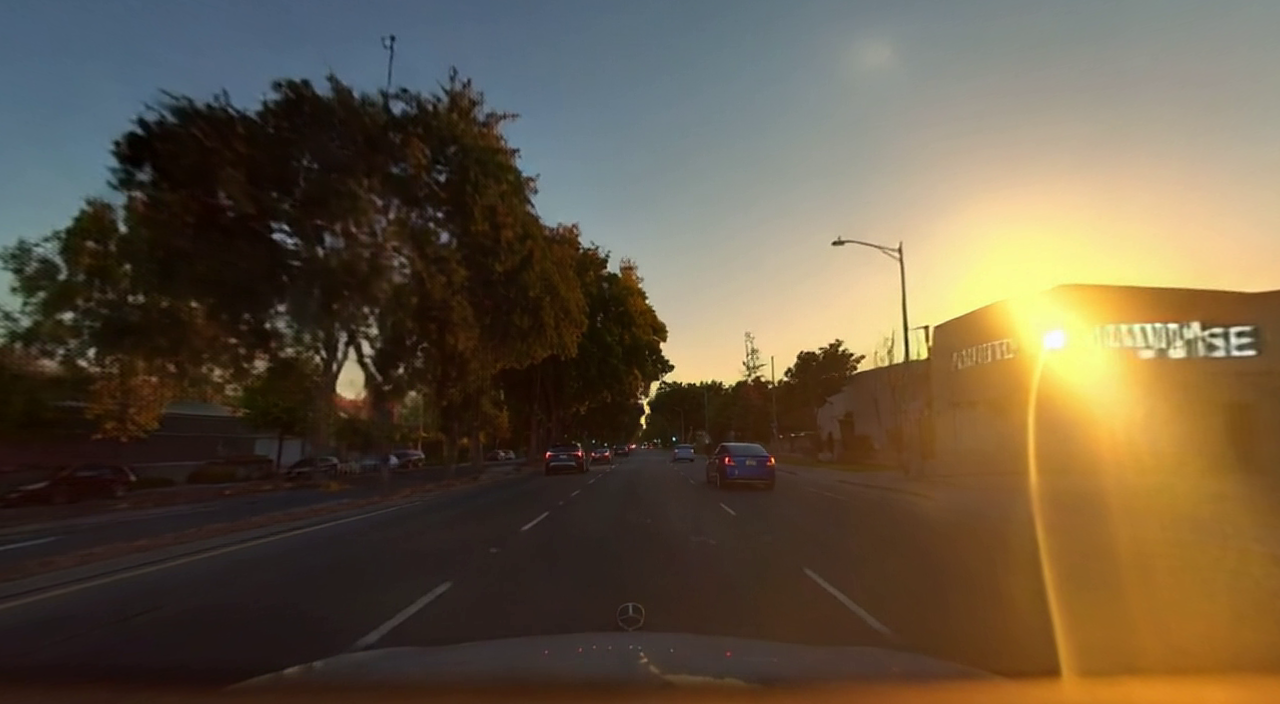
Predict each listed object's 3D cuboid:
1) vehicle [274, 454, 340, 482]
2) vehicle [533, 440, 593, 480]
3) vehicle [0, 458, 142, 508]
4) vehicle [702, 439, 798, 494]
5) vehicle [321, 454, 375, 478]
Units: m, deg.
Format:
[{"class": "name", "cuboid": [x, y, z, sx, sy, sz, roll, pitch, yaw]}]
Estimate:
[{"class": "vehicle", "cuboid": [-22.470, 7.809, 42.733, 1.918, 1.698, 4.581, -1, -8, 1]}, {"class": "vehicle", "cuboid": [-3.336, 4.768, 28.122, 2.113, 1.626, 4.129, 0, -8, 0]}, {"class": "vehicle", "cuboid": [-22.574, 5.083, 24.925, 1.922, 1.682, 4.638, 0, -8, 0]}, {"class": "vehicle", "cuboid": [3.206, 3.444, 19.424, 2.083, 1.474, 4.360, 0, -8, -1]}, {"class": "vehicle", "cuboid": [-22.321, 8.696, 48.393, 1.794, 1.664, 4.582, -1, -8, 1]}]
